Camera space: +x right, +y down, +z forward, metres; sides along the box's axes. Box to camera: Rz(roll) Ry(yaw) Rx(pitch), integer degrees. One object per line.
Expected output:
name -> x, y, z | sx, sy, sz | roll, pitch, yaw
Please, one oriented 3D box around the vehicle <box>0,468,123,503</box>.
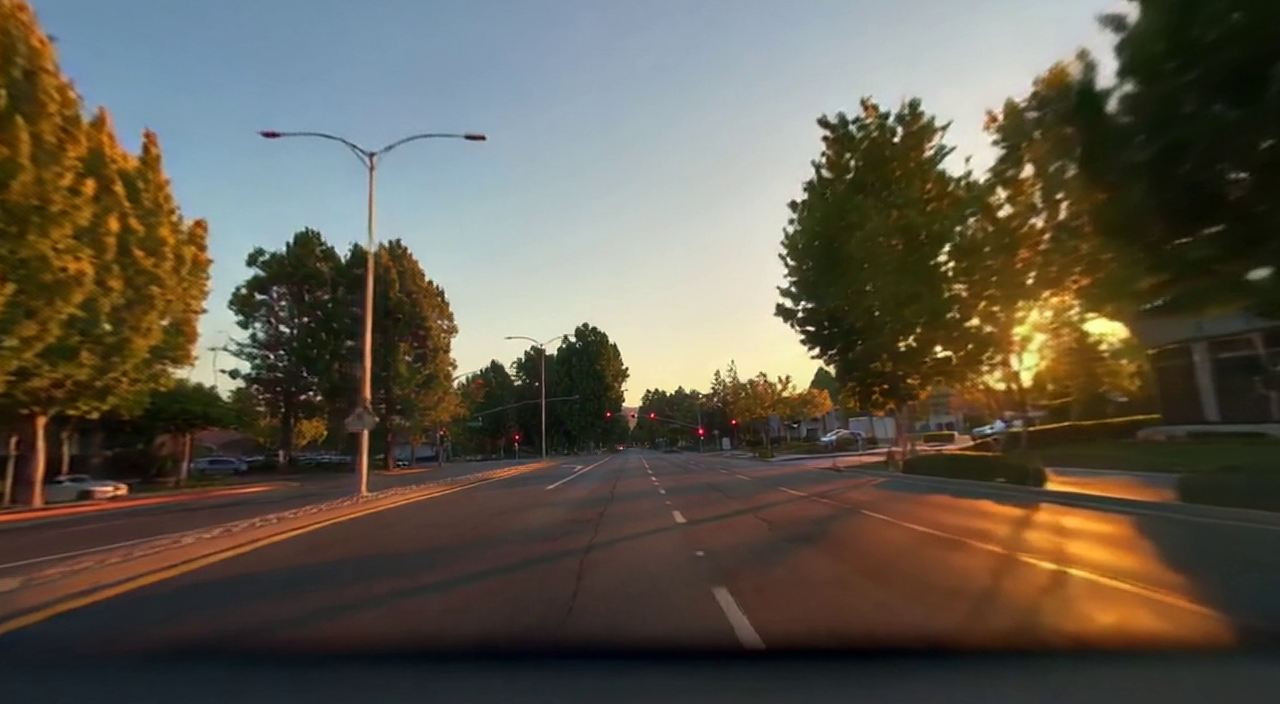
vehicle -> -31.244, 7.164, 34.061 | 4.885, 1.727, 2.080 | 0, -9, 1
